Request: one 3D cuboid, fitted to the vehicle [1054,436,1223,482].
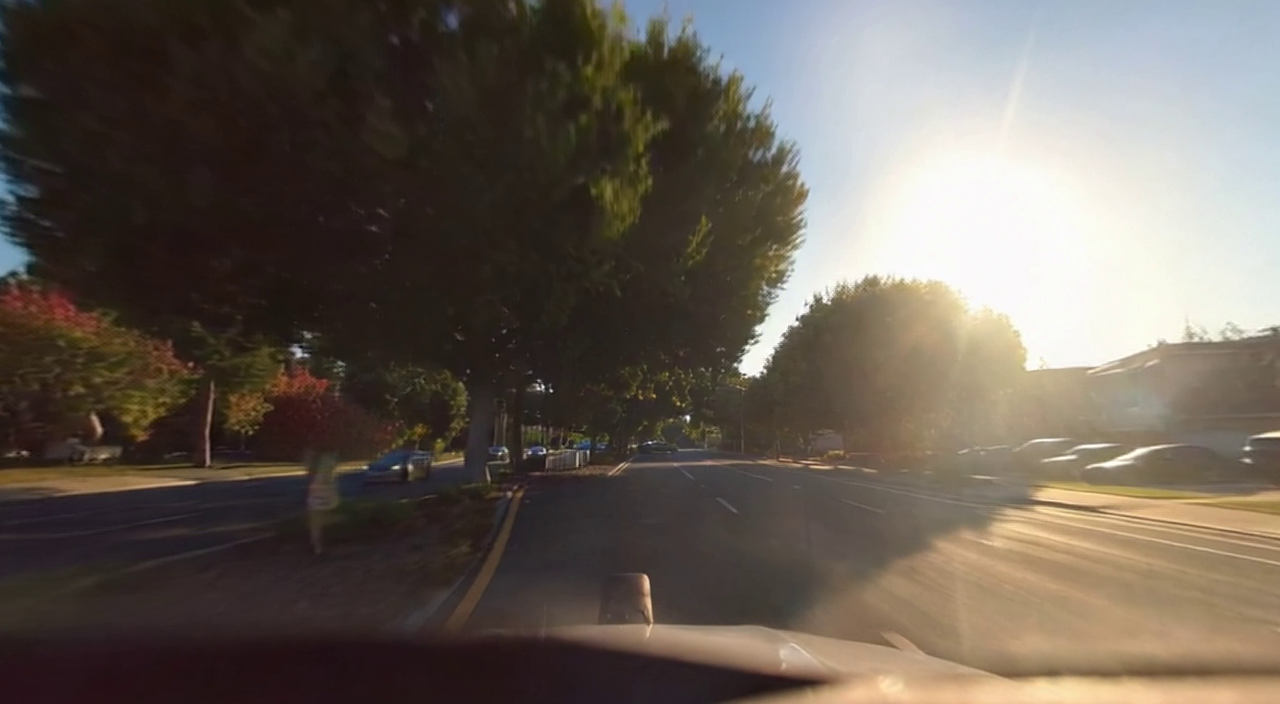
[{"bbox_3d":[21.363,4.589,27.186,5.374,1.825,2.157,0,-8,0],"label":"vehicle"}]

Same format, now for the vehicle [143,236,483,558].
[{"bbox_3d":[-4.202,0.712,9.157,3.008,3.786,3.422,0,-8,-3],"label":"vehicle"}]
